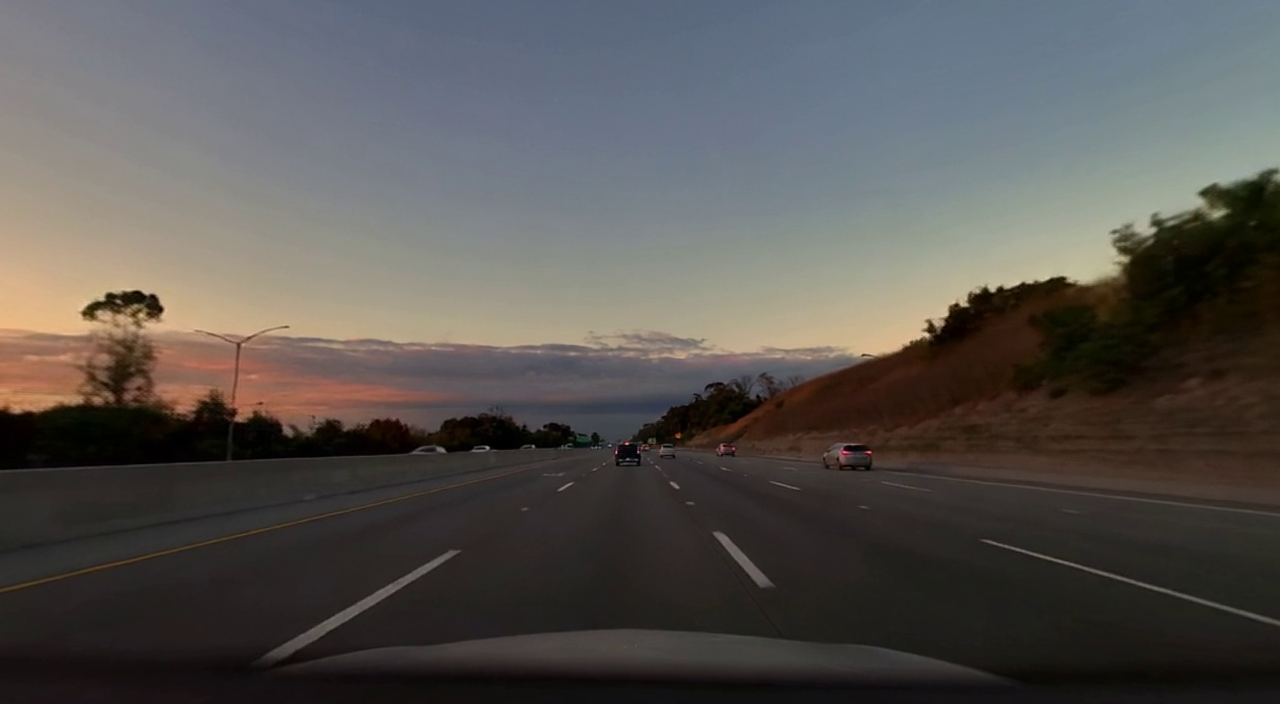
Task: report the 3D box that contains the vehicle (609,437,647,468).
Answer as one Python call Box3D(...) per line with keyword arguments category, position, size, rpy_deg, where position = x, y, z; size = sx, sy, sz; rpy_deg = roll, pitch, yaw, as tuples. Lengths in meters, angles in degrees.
Box3D(category="vehicle", position=(-0.726, 6.066, 38.168), size=(2.121, 1.739, 4.087), rpy_deg=(0, -8, -1))

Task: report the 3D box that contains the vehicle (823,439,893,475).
Box3D(category="vehicle", position=(11.099, 5.355, 32.462), size=(1.912, 1.673, 4.438), rpy_deg=(0, -8, -1))

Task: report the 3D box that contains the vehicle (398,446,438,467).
Box3D(category="vehicle", position=(-14.915, 7.027, 42.652), size=(1.486, 1.365, 3.227), rpy_deg=(0, -8, 1))
